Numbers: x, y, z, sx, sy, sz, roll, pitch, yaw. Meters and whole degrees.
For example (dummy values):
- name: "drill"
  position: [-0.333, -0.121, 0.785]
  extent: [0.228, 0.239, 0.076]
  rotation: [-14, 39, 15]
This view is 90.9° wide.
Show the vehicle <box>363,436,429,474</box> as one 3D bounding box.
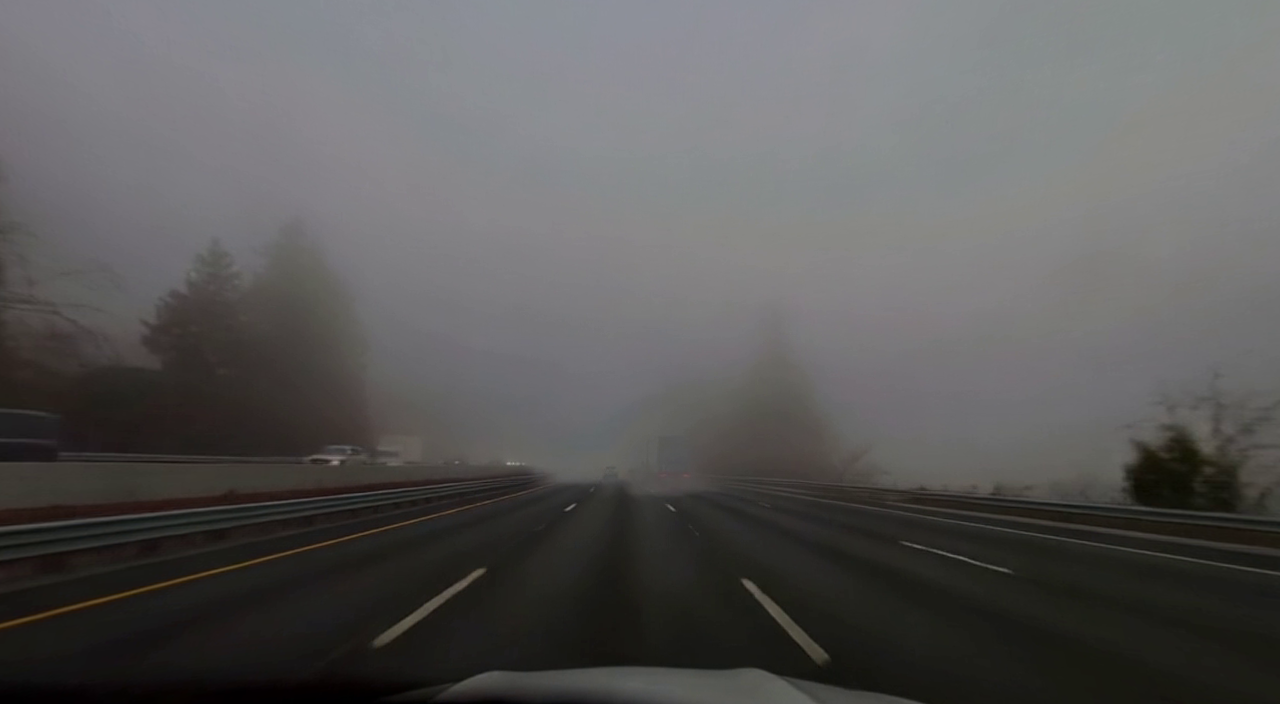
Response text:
- name: "vehicle"
  position: [-16.675, 7.175, 43.419]
  extent: [2.228, 2.396, 5.865]
  rotation: [1, -11, -1]

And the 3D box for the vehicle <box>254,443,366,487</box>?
- name: "vehicle"
  position: [-12.265, 4.276, 23.796]
  extent: [1.858, 1.451, 4.401]
  rotation: [1, -11, -1]
